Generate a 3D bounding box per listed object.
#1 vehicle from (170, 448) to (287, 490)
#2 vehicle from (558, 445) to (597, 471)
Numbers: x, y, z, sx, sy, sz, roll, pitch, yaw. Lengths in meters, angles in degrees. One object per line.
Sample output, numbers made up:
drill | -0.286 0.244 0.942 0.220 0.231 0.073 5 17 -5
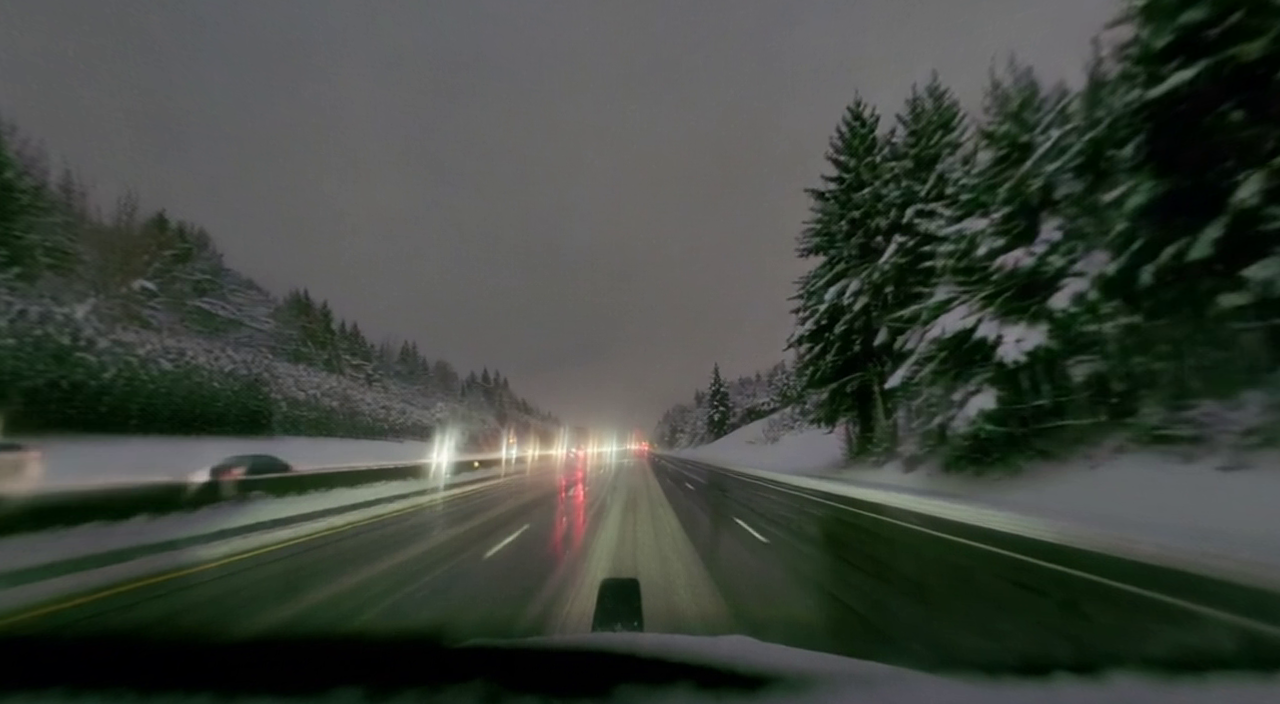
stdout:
vehicle | -15.844 4.497 24.402 1.813 1.464 3.895 0 -9 1
vehicle | -3.784 6.456 38.462 1.933 1.497 3.973 0 -9 0
